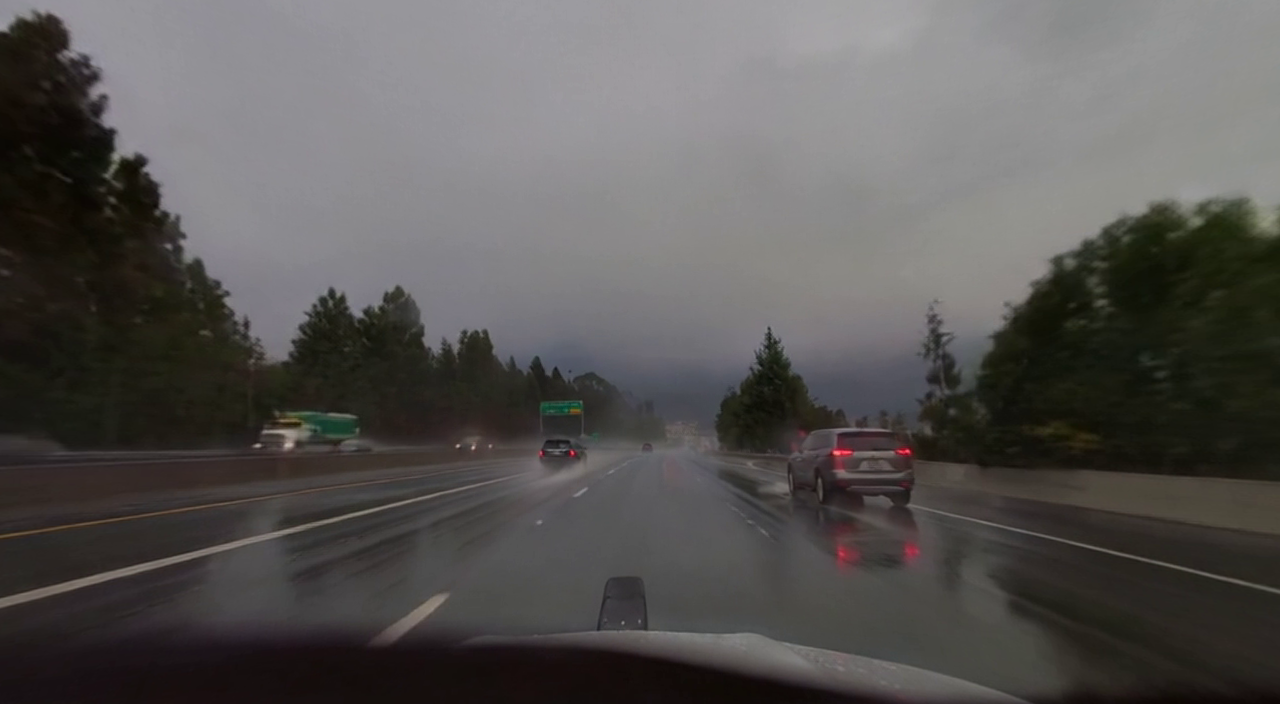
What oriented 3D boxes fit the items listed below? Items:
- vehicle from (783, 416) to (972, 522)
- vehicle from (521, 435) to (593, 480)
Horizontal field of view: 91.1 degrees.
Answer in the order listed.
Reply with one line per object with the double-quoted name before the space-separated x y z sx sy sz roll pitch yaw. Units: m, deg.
"vehicle" 4.562 2.323 12.993 2.149 1.796 4.487 0 -8 0
"vehicle" -3.159 4.130 24.825 2.166 1.608 4.297 0 -8 2
